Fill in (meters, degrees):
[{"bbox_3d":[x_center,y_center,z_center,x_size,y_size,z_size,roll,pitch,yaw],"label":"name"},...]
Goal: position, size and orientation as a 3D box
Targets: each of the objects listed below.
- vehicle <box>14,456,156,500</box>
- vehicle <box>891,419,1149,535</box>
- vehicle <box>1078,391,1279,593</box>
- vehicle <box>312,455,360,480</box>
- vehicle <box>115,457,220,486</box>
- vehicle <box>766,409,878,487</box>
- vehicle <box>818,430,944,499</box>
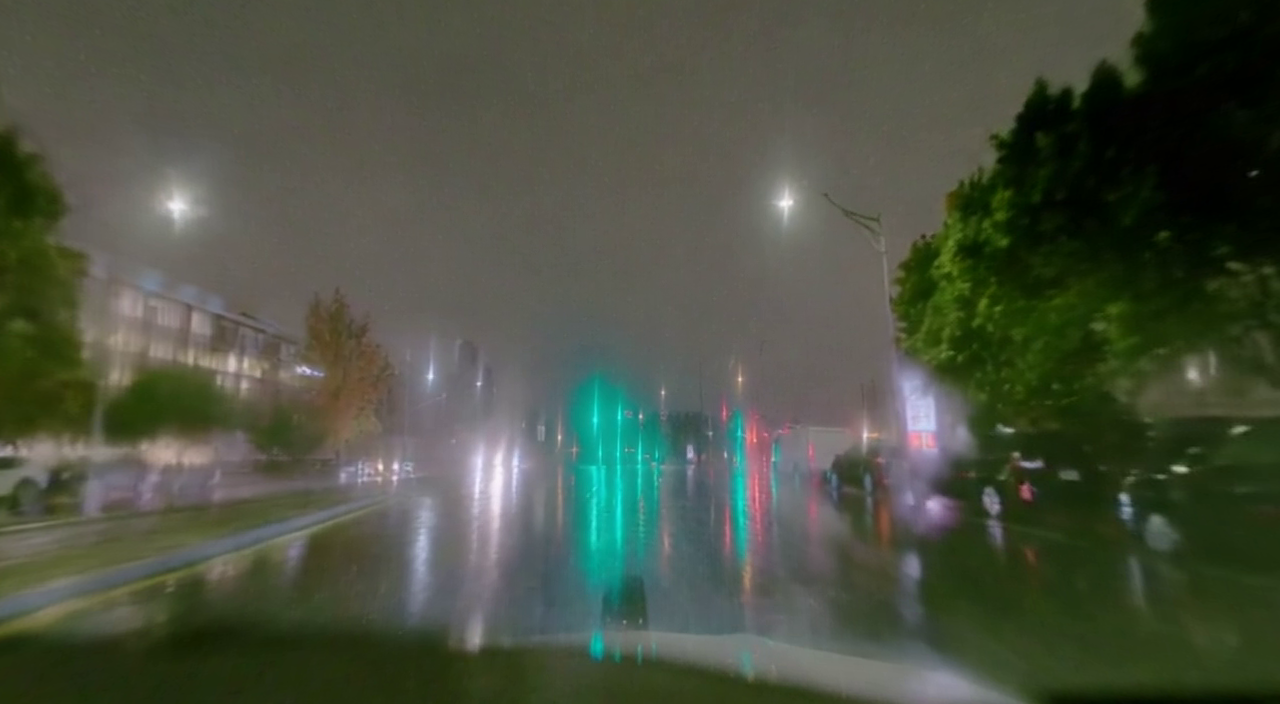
[{"bbox_3d":[-22.292,5.028,25.600,1.922,1.545,4.178,0,-9,1],"label":"vehicle"},{"bbox_3d":[7.056,2.362,12.545,2.089,1.788,4.817,1,-9,0],"label":"vehicle"},{"bbox_3d":[7.052,1.348,6.165,2.200,1.860,4.511,0,-9,-1],"label":"vehicle"},{"bbox_3d":[-22.470,8.506,46.707,1.875,1.528,3.717,-5,-9,-3],"label":"vehicle"},{"bbox_3d":[-25.491,6.460,34.124,4.194,1.471,1.834,0,-9,-1],"label":"vehicle"},{"bbox_3d":[7.150,3.909,25.838,2.391,2.750,6.853,0,-9,-1],"label":"vehicle"},{"bbox_3d":[6.992,3.304,18.898,1.889,1.799,4.704,0,-9,0],"label":"vehicle"}]
